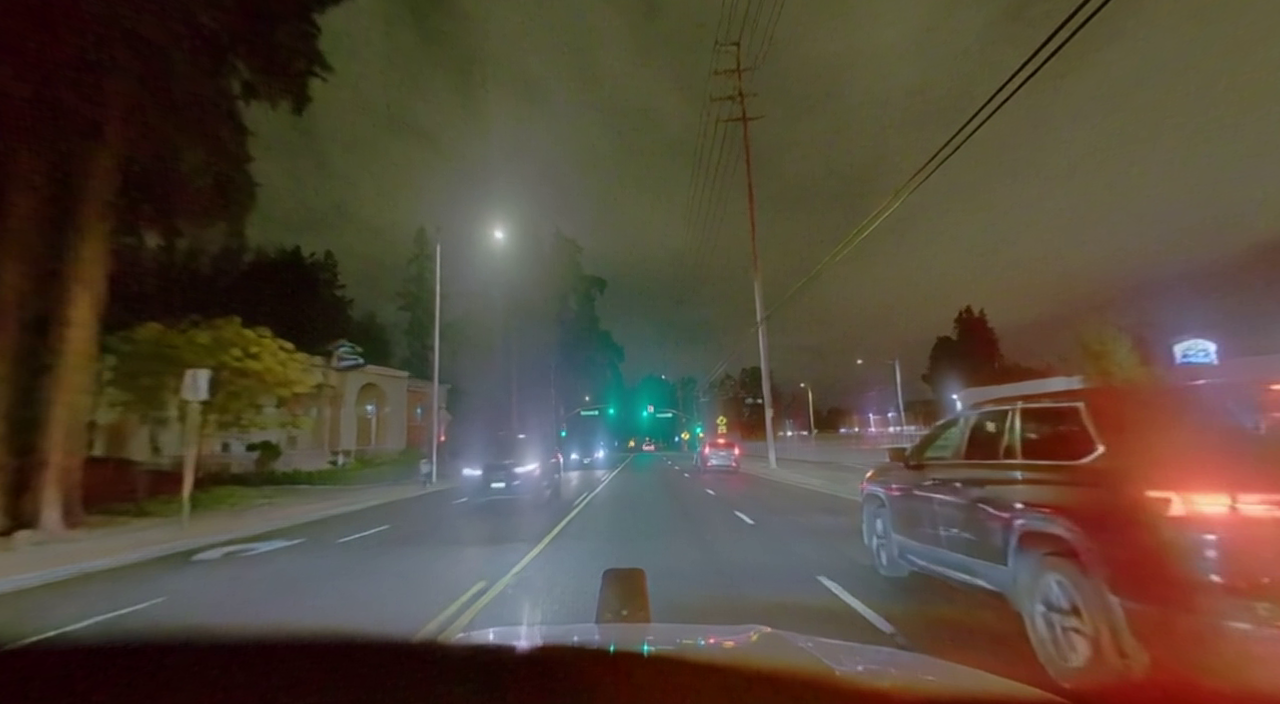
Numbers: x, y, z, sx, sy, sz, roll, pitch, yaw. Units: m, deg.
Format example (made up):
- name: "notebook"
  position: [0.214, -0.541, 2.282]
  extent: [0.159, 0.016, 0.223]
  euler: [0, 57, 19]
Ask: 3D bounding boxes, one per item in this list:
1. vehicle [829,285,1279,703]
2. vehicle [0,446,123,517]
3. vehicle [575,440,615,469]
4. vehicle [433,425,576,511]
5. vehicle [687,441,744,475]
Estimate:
- name: "vehicle"
  position: [3.277, 1.068, 4.544]
  extent: [2.251, 1.861, 5.144]
  euler: [0, -8, 0]
- name: "vehicle"
  position: [-14.489, 2.865, 14.075]
  extent: [4.318, 1.483, 1.994]
  euler: [8, -11, -42]
- name: "vehicle"
  position: [-2.657, 6.214, 38.476]
  extent: [2.109, 1.681, 4.417]
  euler: [0, -8, 0]
- name: "vehicle"
  position: [-3.338, 3.038, 17.253]
  extent: [2.304, 1.886, 6.516]
  euler: [0, -8, 2]
- name: "vehicle"
  position: [3.468, 4.977, 29.919]
  extent: [2.072, 1.471, 4.834]
  euler: [0, -8, -1]
